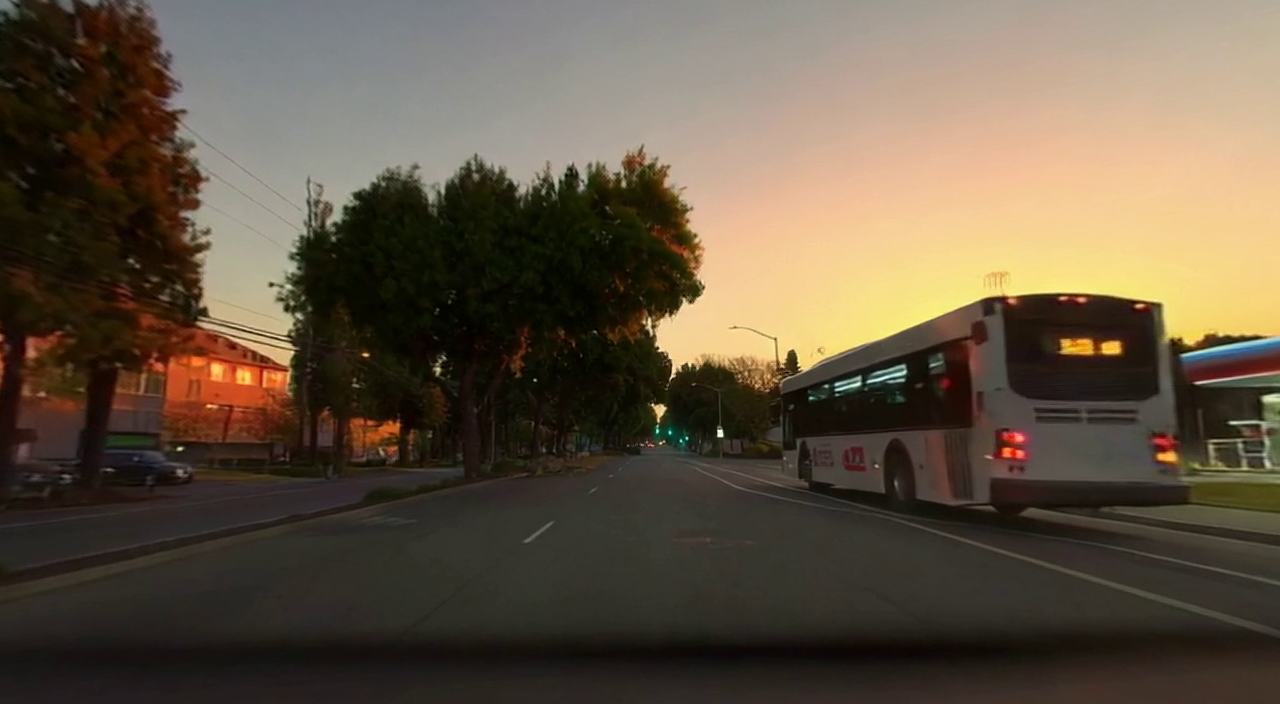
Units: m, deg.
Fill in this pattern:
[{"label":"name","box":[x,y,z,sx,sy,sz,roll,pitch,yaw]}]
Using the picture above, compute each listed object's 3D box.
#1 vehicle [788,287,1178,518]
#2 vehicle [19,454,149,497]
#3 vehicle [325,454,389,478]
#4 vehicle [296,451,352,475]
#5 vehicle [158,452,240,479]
[{"label":"vehicle","box":[8.316,1.879,19.004,4.582,4.678,12.589,0,-8,0]},{"label":"vehicle","box":[-25.931,5.765,29.464,4.623,1.653,2.050,-3,-6,9]},{"label":"vehicle","box":[-20.874,8.420,46.762,2.114,1.602,4.824,-1,-9,6]},{"label":"vehicle","box":[-23.446,8.221,46.905,1.930,1.451,4.124,-2,-7,3]},{"label":"vehicle","box":[-29.961,7.686,42.849,4.251,1.563,1.950,-3,-8,4]}]
